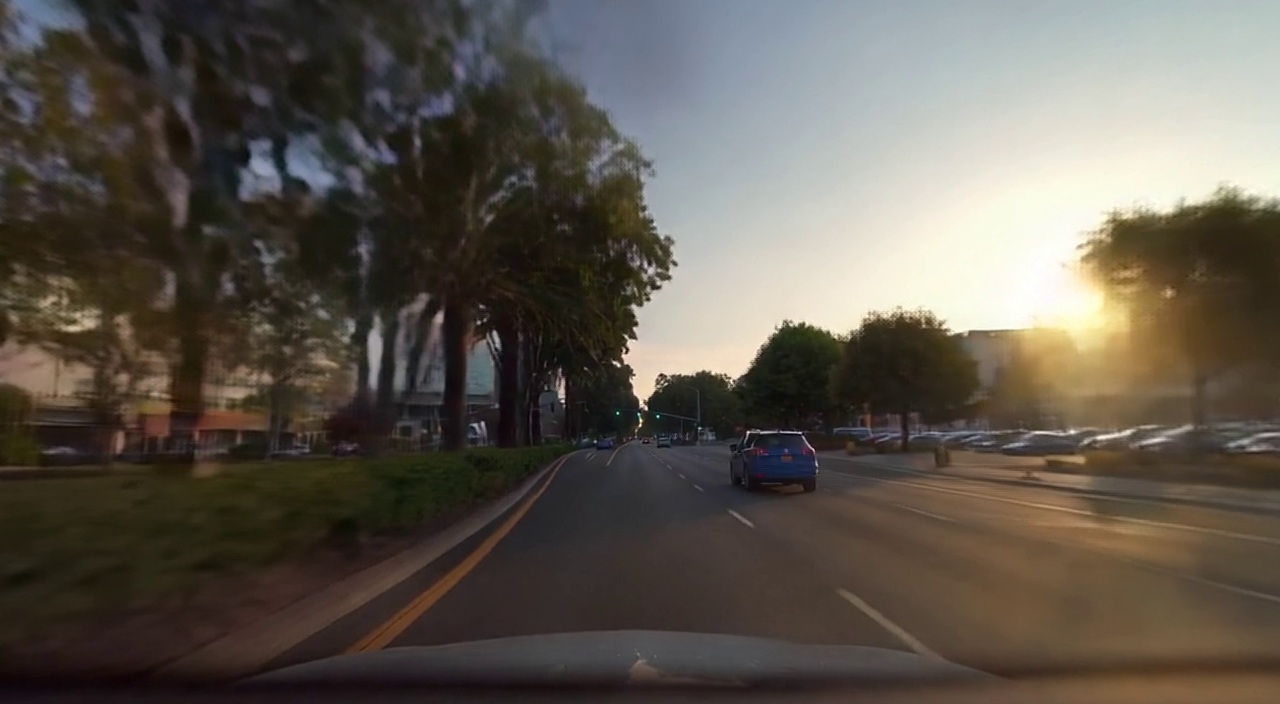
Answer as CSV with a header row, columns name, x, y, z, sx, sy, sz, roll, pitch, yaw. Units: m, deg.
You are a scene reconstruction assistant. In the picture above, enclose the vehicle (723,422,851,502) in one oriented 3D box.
name,x,y,z,sx,sy,sz,roll,pitch,yaw
vehicle,3.425,2.676,15.663,2.072,1.696,4.177,0,-9,-1
